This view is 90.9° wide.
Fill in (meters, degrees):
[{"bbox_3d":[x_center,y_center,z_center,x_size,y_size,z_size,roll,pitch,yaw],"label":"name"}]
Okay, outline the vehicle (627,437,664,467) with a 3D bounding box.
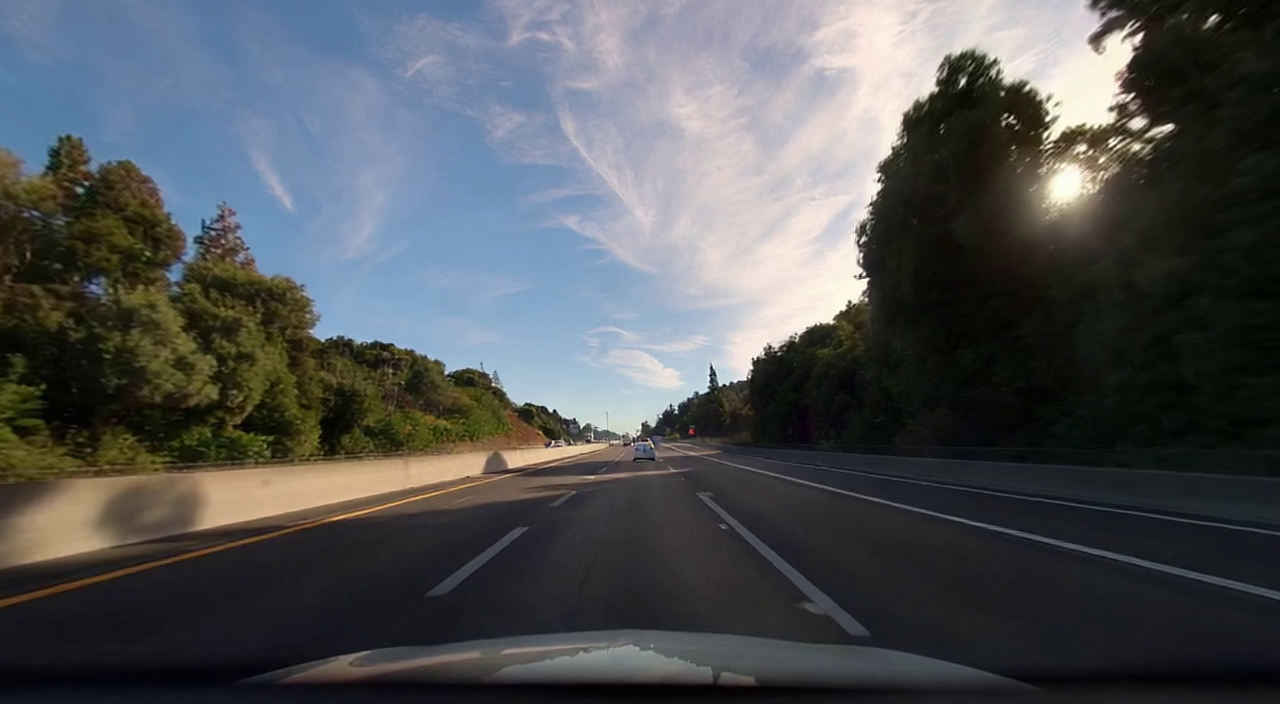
[{"bbox_3d":[0.348,6.459,40.769,2.247,1.825,4.036,0,-9,0],"label":"vehicle"}]
